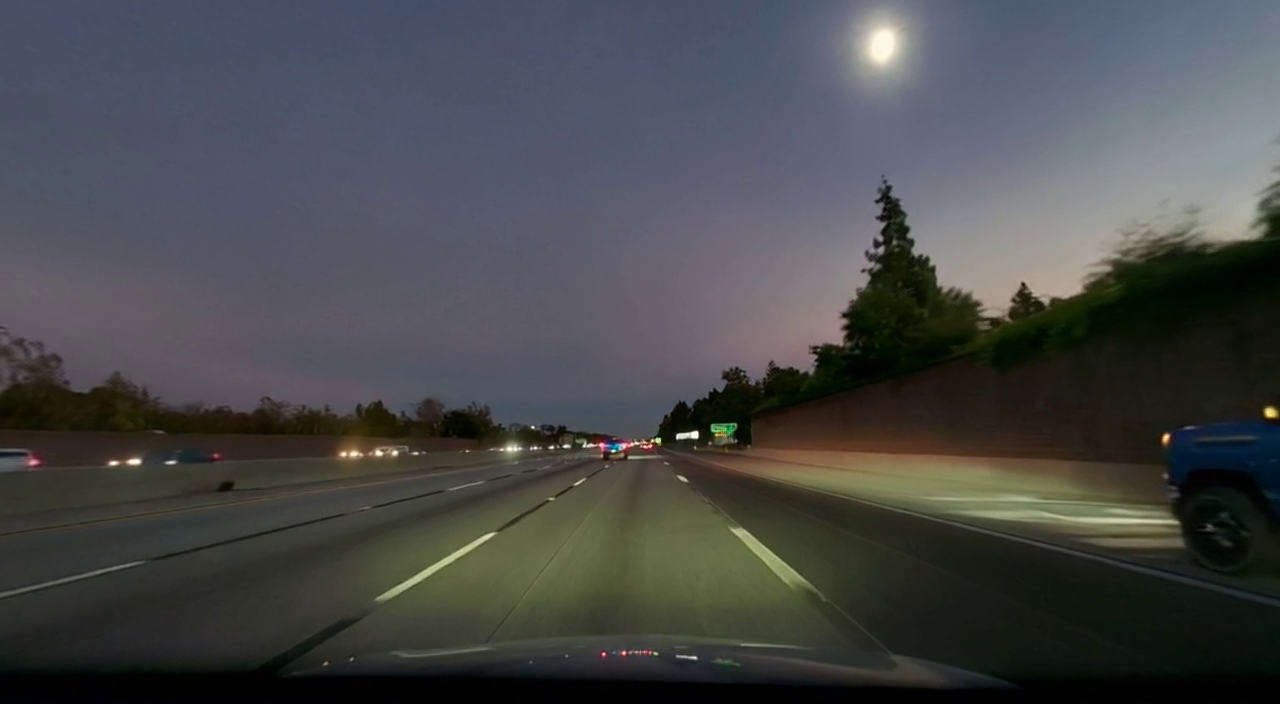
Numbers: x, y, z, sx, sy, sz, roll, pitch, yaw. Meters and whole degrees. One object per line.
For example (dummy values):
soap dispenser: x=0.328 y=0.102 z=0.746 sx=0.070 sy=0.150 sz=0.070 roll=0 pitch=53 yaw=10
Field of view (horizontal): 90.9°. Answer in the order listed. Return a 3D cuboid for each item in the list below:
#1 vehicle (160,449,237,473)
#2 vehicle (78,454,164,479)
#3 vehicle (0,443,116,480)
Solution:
vehicle: x=-29.119 y=7.172 z=41.747 sx=1.841 sy=1.487 sz=4.538 roll=0 pitch=-8 yaw=0
vehicle: x=-33.209 y=7.309 z=40.481 sx=1.831 sy=1.431 sz=4.333 roll=0 pitch=-8 yaw=0
vehicle: x=-36.645 y=6.847 z=39.916 sx=2.373 sy=2.163 sz=5.150 roll=0 pitch=-8 yaw=1
